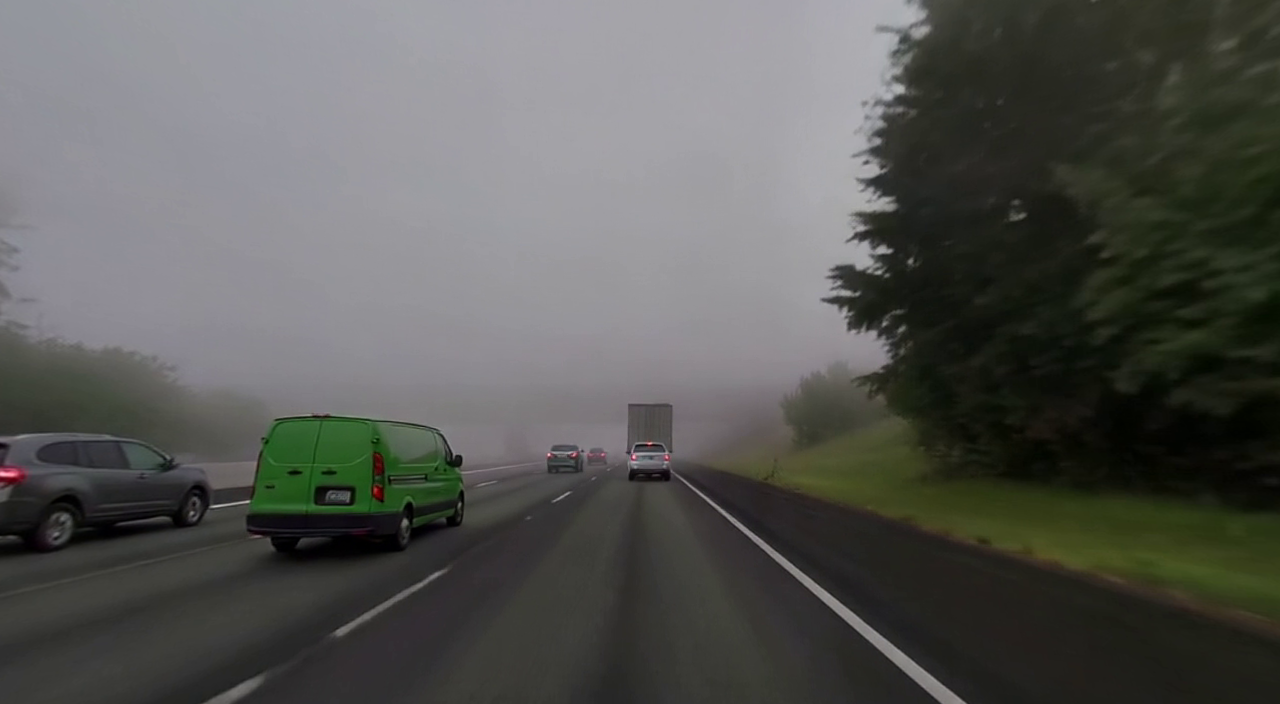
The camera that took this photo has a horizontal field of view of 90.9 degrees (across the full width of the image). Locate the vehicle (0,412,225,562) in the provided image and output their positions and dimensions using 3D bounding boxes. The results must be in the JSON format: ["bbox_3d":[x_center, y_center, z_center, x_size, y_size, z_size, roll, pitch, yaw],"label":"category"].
[{"bbox_3d":[-8.268,1.770,8.708,2.093,1.675,4.233,0,-9,1],"label":"vehicle"}]

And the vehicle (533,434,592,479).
[{"bbox_3d":[-3.411,4.699,28.541,2.068,1.862,4.234,0,-9,1],"label":"vehicle"}]

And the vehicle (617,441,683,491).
[{"bbox_3d":[0.302,3.728,20.900,1.991,1.507,3.391,0,-9,0],"label":"vehicle"}]

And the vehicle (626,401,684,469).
[{"bbox_3d":[0.649,6.176,45.324,3.289,3.822,18.653,0,-9,-1],"label":"vehicle"}]

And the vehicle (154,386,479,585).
[{"bbox_3d":[-3.587,1.571,8.037,1.951,1.882,3.979,0,-9,0],"label":"vehicle"}]

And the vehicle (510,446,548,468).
[{"bbox_3d":[-7.789,7.398,44.522,1.886,1.414,4.028,0,-9,1],"label":"vehicle"}]
